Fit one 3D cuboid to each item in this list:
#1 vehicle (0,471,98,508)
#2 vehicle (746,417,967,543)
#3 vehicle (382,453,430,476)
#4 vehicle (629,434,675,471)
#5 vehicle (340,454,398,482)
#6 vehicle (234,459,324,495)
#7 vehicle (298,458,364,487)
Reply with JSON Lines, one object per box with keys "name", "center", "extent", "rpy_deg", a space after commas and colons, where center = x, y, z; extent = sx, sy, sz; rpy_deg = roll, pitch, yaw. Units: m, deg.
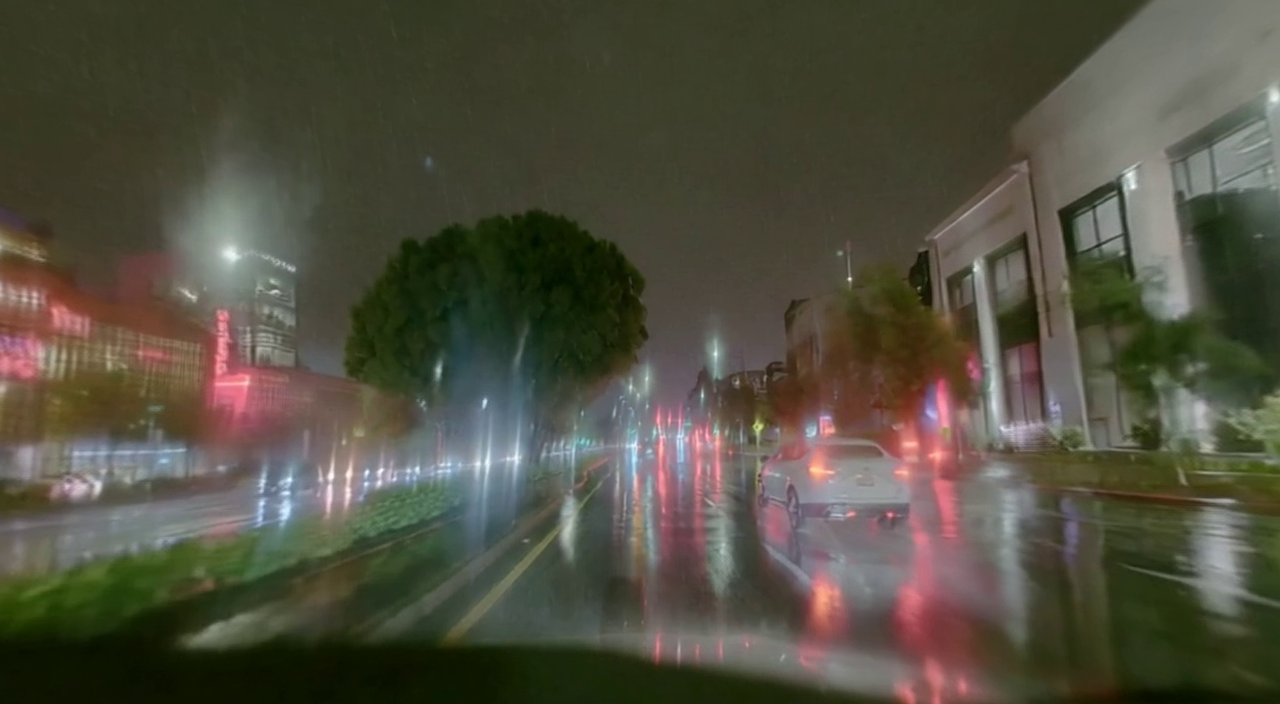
{"name": "vehicle", "center": [-29.714, 6.715, 30.887], "extent": [4.483, 1.618, 1.829], "rpy_deg": [0, -8, -2]}
{"name": "vehicle", "center": [3.164, 1.988, 10.466], "extent": [1.931, 1.591, 4.708], "rpy_deg": [0, -8, -1]}
{"name": "vehicle", "center": [-18.373, 8.852, 49.758], "extent": [1.956, 1.647, 4.643], "rpy_deg": [0, -8, 1]}
{"name": "vehicle", "center": [0.523, 4.933, 31.011], "extent": [2.125, 1.669, 3.880], "rpy_deg": [0, -8, -1]}
{"name": "vehicle", "center": [-18.491, 7.907, 43.225], "extent": [2.049, 1.678, 4.376], "rpy_deg": [0, -8, 0]}
{"name": "vehicle", "center": [-18.508, 6.386, 32.592], "extent": [1.853, 1.614, 4.514], "rpy_deg": [-1, -8, 2]}
{"name": "vehicle", "center": [-18.458, 7.206, 37.865], "extent": [1.786, 1.523, 4.309], "rpy_deg": [0, -8, -1]}
